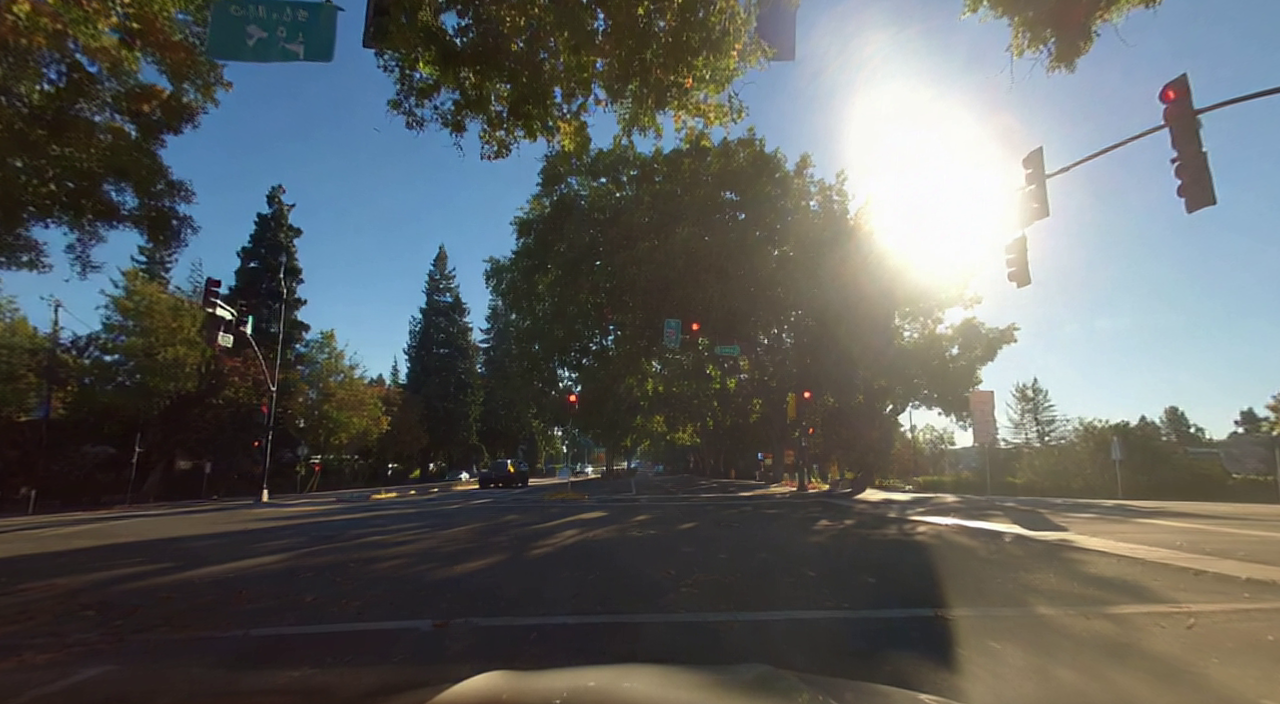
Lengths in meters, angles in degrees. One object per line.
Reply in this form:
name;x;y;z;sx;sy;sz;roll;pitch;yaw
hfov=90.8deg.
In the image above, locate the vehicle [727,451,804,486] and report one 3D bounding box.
vehicle;8.824;8.254;45.449;2.771;2.214;7.159;2;-9;-12
